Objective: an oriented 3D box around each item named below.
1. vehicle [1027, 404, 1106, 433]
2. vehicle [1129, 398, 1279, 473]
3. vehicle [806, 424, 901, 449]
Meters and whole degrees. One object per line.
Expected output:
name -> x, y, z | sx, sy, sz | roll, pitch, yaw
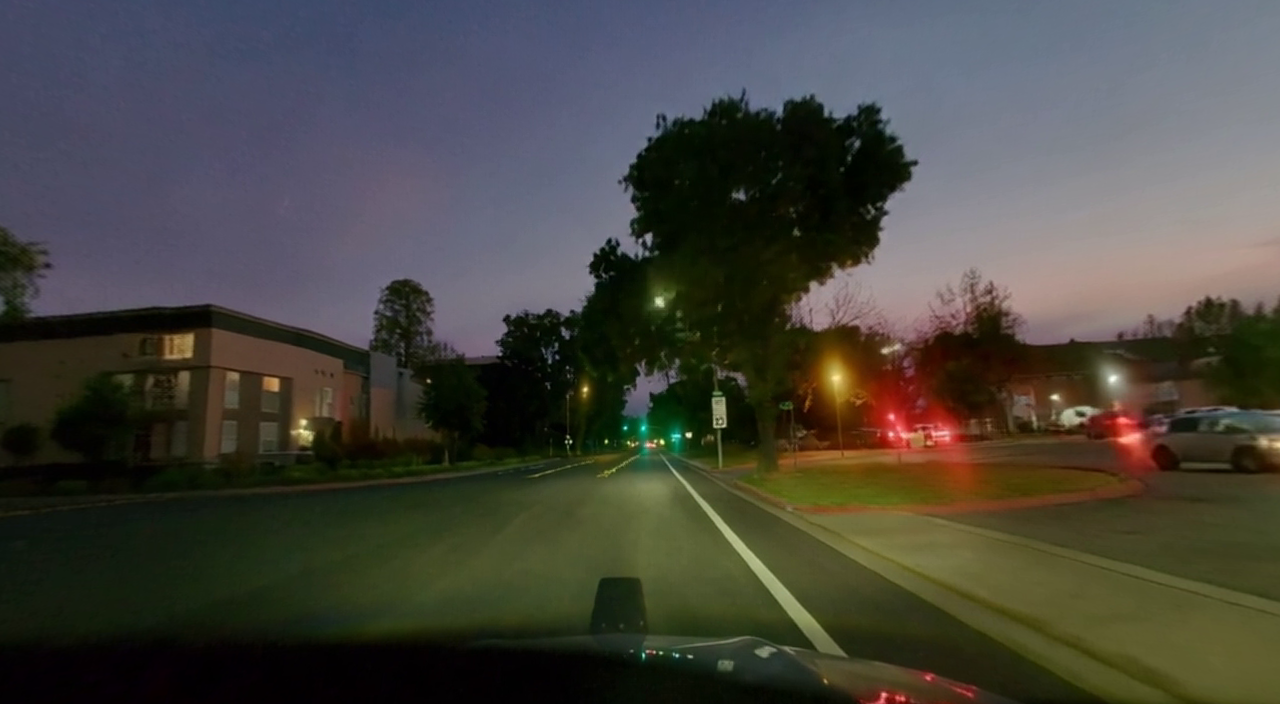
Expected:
vehicle -> 27.244, 4.319, 40.457 | 1.850, 1.706, 4.610 | 0, -8, 0
vehicle -> 13.702, 1.882, 14.037 | 1.927, 1.464, 4.644 | 0, -8, 1
vehicle -> 12.773, 5.096, 37.924 | 4.955, 1.489, 2.002 | 0, -8, 1
